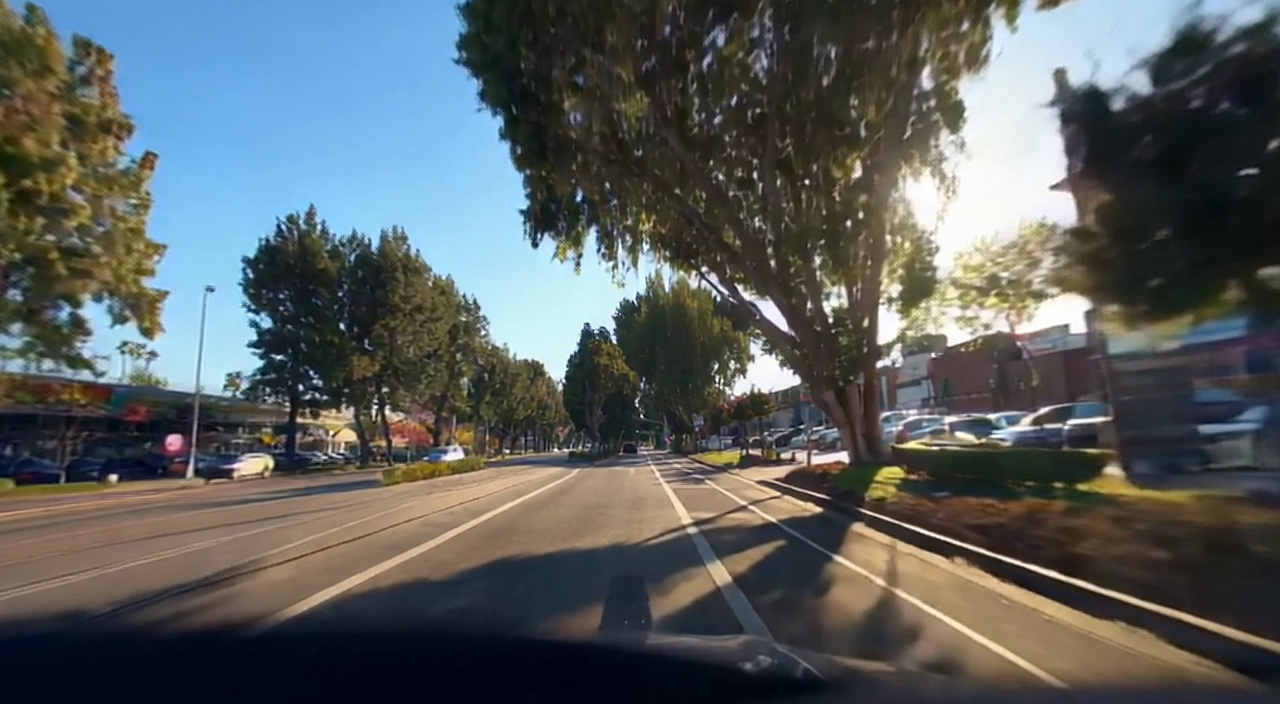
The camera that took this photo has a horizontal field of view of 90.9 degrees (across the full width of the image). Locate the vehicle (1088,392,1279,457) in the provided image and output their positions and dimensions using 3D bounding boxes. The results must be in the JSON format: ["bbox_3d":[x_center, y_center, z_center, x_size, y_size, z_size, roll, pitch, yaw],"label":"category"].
[{"bbox_3d":[12.793,1.713,14.765,3.375,1.411,1.561,0,-8,-1],"label":"vehicle"}]

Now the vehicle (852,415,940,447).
[{"bbox_3d":[12.807,3.986,31.641,3.641,1.524,1.731,0,-8,0],"label":"vehicle"}]

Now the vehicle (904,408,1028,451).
[{"bbox_3d":[12.458,3.011,24.273,3.742,1.560,1.822,-1,-8,1],"label":"vehicle"}]
